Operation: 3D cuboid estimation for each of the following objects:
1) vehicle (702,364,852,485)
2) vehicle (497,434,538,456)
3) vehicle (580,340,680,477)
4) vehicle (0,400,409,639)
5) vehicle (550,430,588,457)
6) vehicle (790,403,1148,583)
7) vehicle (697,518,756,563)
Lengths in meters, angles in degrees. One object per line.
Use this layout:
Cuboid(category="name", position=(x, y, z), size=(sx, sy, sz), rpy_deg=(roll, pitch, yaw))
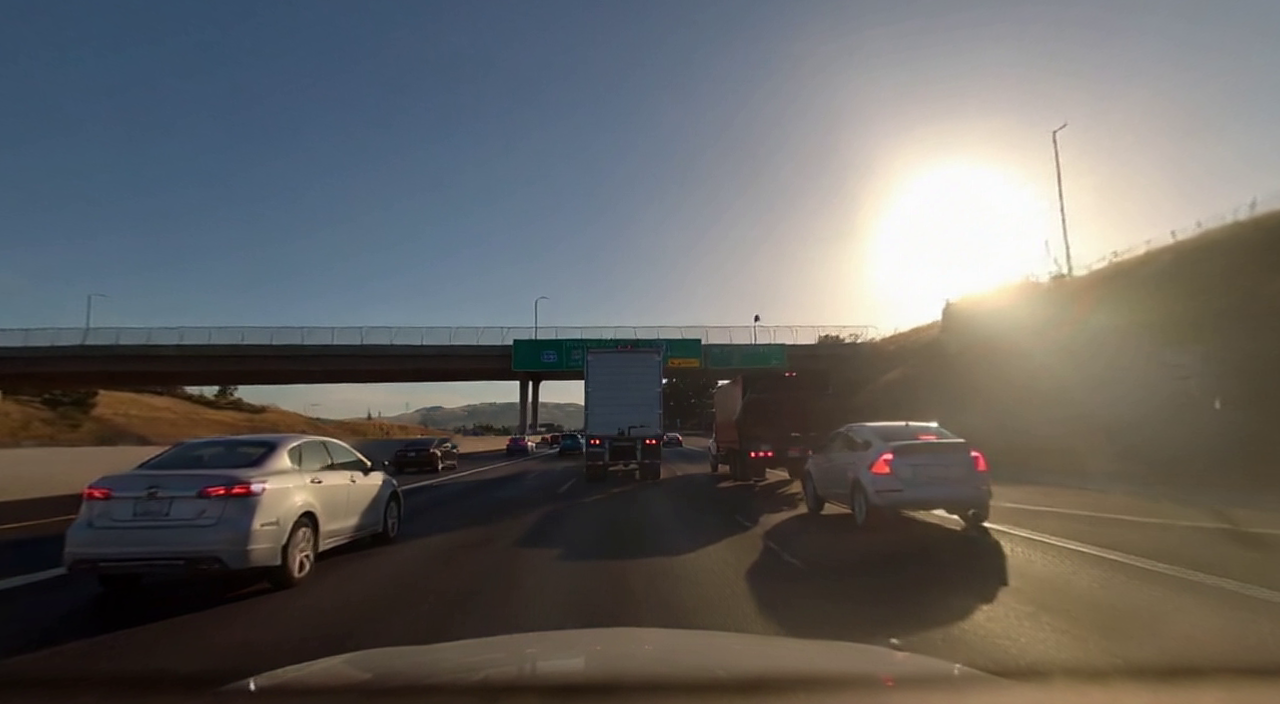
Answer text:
Cuboid(category="vehicle", position=(5.149, 3.358, 27.578), size=(2.863, 3.936, 14.058), rpy_deg=(0, -8, -3))
Cuboid(category="vehicle", position=(-8.545, 6.519, 44.291), size=(2.019, 1.471, 4.347), rpy_deg=(0, -8, 0))
Cuboid(category="vehicle", position=(-0.437, 2.315, 23.595), size=(2.938, 4.033, 9.980), rpy_deg=(0, -8, -2))
Cuboid(category="vehicle", position=(-3.846, 1.313, 5.929), size=(1.882, 1.493, 3.828), rpy_deg=(0, -8, 0))
Cuboid(category="vehicle", position=(-4.536, 5.937, 40.860), size=(1.986, 1.612, 4.155), rpy_deg=(0, -8, 0))
Cuboid(category="vehicle", position=(3.313, 1.479, 7.461), size=(1.976, 1.513, 4.065), rpy_deg=(0, -8, -1))
Cuboid(category="vehicle", position=(4.798, 10.495, 35.181), size=(2.835, 2.000, 2.696), rpy_deg=(0, -7, -2))
